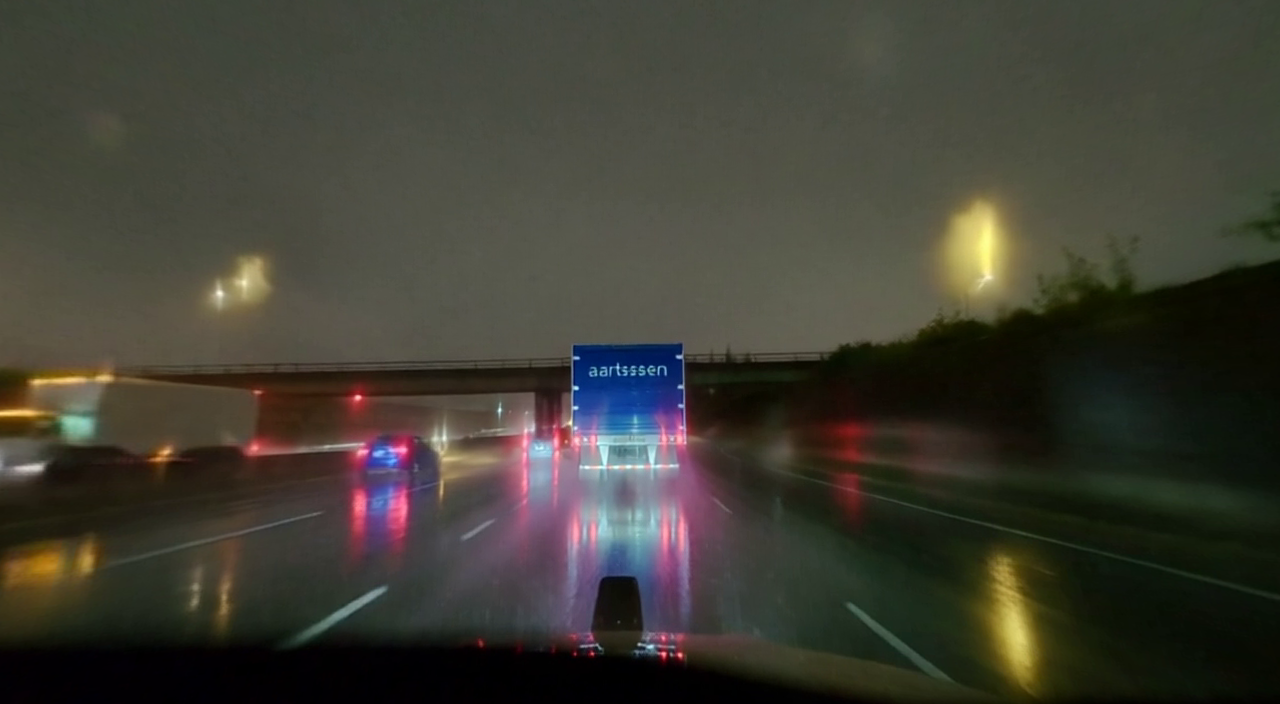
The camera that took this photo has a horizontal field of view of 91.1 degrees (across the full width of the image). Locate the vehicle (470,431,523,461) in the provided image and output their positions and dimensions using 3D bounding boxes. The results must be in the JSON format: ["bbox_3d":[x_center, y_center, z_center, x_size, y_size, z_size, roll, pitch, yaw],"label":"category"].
[{"bbox_3d":[-8.106,5.346,35.947,1.981,1.574,4.561,0,-8,0],"label":"vehicle"}]

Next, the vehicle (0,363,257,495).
[{"bbox_3d":[-19.712,3.018,24.289,3.034,3.950,10.763,0,-8,0],"label":"vehicle"}]

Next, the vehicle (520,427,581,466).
[{"bbox_3d":[-4.197,4.504,30.235,2.168,1.671,4.888,0,-8,1],"label":"vehicle"}]

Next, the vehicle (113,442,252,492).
[{"bbox_3d":[-16.004,3.992,22.312,1.886,1.538,4.033,0,-8,0],"label":"vehicle"}]

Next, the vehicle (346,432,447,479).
[{"bbox_3d":[-8.350,3.559,21.988,1.940,1.488,3.976,0,-8,0],"label":"vehicle"}]

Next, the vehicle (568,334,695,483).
[{"bbox_3d":[-0.314,2.246,22.705,3.442,4.106,10.719,0,-8,-1],"label":"vehicle"}]
